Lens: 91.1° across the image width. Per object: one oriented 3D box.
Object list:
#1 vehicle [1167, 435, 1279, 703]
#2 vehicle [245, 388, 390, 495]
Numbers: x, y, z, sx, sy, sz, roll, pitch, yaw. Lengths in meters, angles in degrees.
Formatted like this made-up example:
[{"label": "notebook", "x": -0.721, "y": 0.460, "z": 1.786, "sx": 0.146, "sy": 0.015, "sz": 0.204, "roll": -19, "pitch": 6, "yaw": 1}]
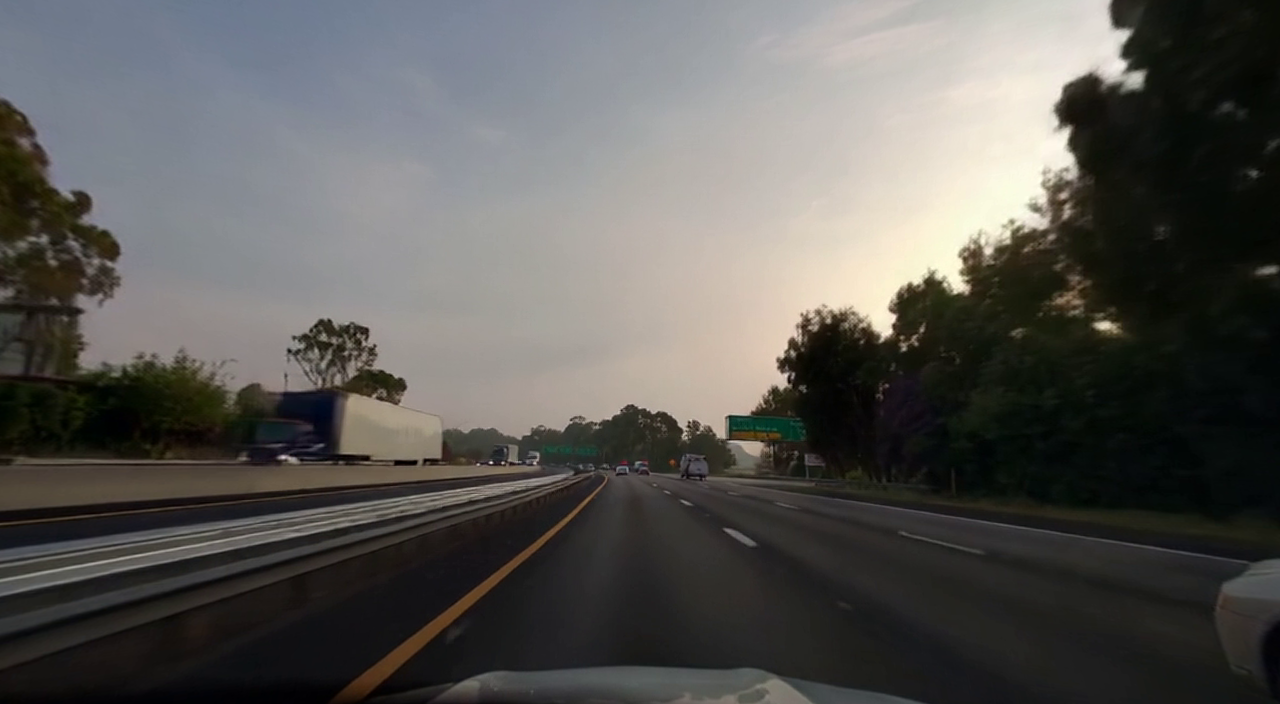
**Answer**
[{"label": "vehicle", "x": 3.874, "y": 0.830, "z": 1.031, "sx": 1.965, "sy": 1.502, "sz": 4.599, "roll": 1, "pitch": -10, "yaw": -1}, {"label": "vehicle", "x": -13.387, "y": 3.896, "z": 26.796, "sx": 2.943, "sy": 3.994, "sz": 6.018, "roll": 1, "pitch": -10, "yaw": -2}]
